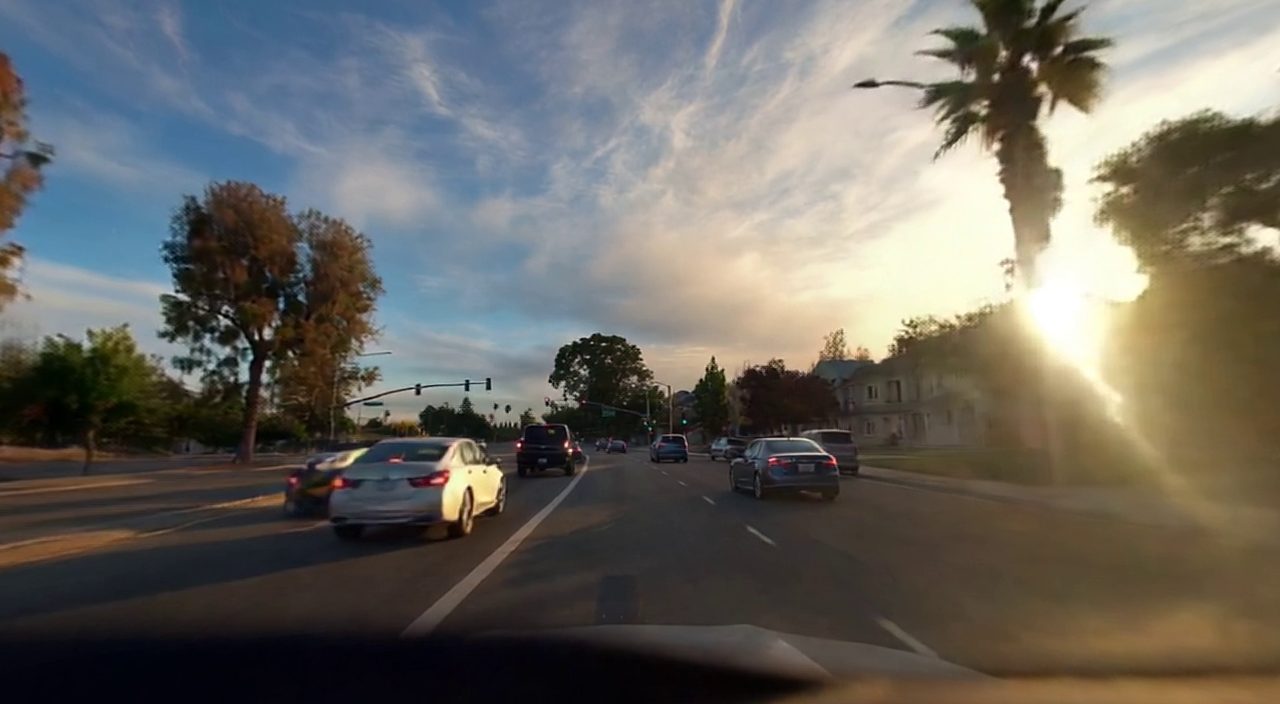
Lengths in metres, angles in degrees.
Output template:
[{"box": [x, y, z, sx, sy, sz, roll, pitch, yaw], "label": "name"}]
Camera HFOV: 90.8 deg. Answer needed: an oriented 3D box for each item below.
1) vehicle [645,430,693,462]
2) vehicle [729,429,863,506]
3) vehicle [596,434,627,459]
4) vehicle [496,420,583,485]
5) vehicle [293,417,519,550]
[{"box": [1.787, 6.158, 41.421, 2.391, 1.960, 5.600, 1, -8, -5], "label": "vehicle"}, {"box": [3.358, 2.570, 14.485, 1.870, 1.491, 4.009, 0, -8, -3], "label": "vehicle"}, {"box": [-2.230, 7.290, 48.793, 2.164, 1.867, 4.254, 1, -8, -6], "label": "vehicle"}, {"box": [-3.319, 3.511, 22.394, 2.354, 1.948, 6.355, 0, -8, -3], "label": "vehicle"}, {"box": [-3.200, 1.875, 9.686, 1.922, 1.577, 4.140, 0, -8, -1], "label": "vehicle"}]
